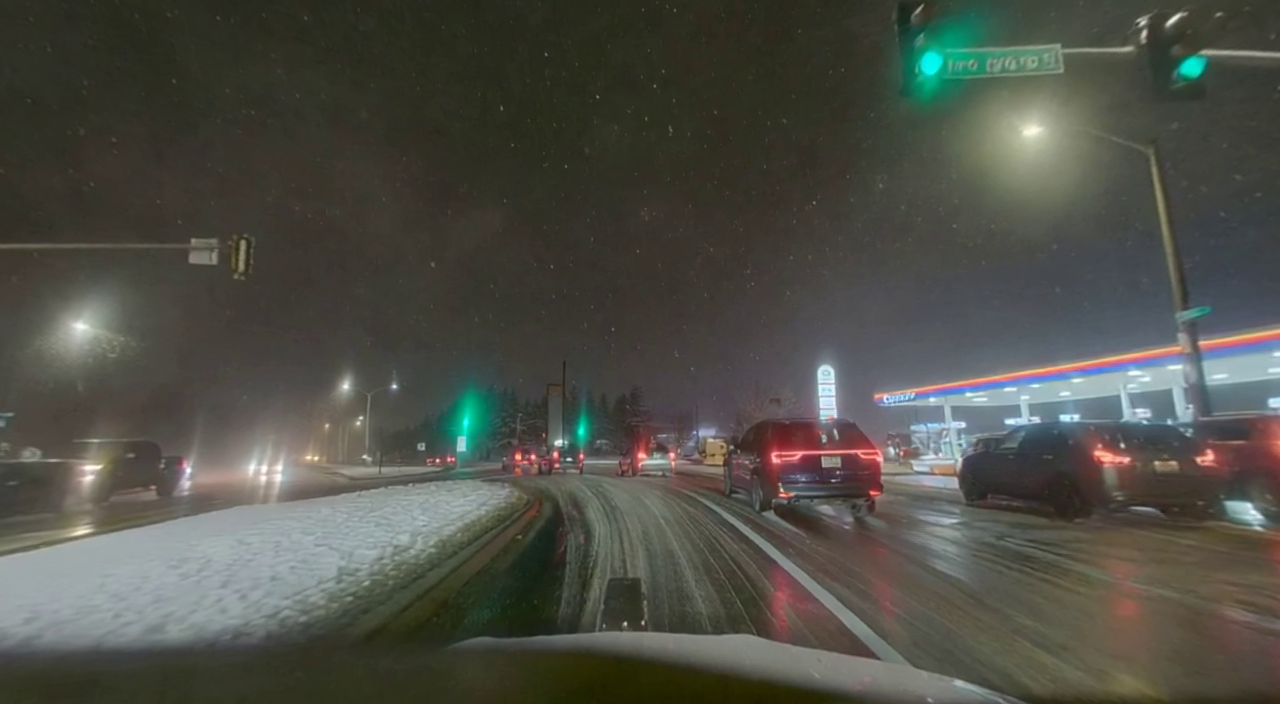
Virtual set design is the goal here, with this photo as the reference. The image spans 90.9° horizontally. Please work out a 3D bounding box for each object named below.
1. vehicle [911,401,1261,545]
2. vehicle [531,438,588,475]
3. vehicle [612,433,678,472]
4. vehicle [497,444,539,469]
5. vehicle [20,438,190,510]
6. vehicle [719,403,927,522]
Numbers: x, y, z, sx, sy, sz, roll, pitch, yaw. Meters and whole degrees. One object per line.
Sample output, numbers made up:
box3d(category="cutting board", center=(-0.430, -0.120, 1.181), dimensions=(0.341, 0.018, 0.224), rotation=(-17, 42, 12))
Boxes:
box3d(category="vehicle", center=(5.965, 1.675, 9.292), dimensions=(1.881, 1.604, 4.289), rotation=(0, -8, -2))
box3d(category="vehicle", center=(-3.782, 4.784, 29.079), dimensions=(2.107, 1.527, 4.174), rotation=(2, -9, -14))
box3d(category="vehicle", center=(0.144, 4.546, 28.663), dimensions=(2.012, 1.612, 4.114), rotation=(2, -9, -14))
box3d(category="vehicle", center=(-8.590, 7.274, 44.190), dimensions=(2.193, 1.609, 3.874), rotation=(3, -9, -21))
box3d(category="vehicle", center=(-18.514, 4.165, 22.380), dimensions=(2.811, 2.105, 6.404), rotation=(4, -9, -24))
box3d(category="vehicle", center=(3.072, 2.009, 11.915), dimensions=(2.184, 1.777, 4.712), rotation=(1, -8, -5))
